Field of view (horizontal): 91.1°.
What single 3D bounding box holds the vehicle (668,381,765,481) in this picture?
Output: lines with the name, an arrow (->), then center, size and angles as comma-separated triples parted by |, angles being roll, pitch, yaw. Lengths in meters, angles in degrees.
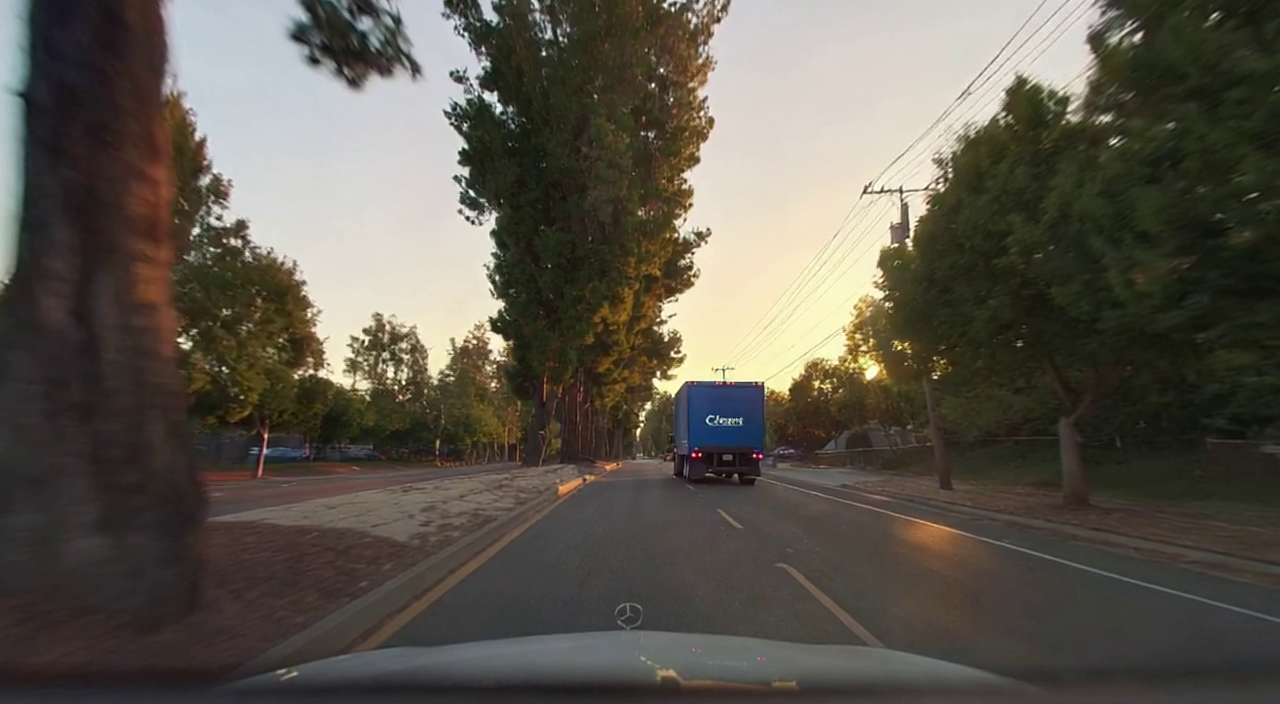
vehicle -> 3.145, 3.706, 28.830 | 2.973, 3.848, 9.336 | 0, -8, -2
